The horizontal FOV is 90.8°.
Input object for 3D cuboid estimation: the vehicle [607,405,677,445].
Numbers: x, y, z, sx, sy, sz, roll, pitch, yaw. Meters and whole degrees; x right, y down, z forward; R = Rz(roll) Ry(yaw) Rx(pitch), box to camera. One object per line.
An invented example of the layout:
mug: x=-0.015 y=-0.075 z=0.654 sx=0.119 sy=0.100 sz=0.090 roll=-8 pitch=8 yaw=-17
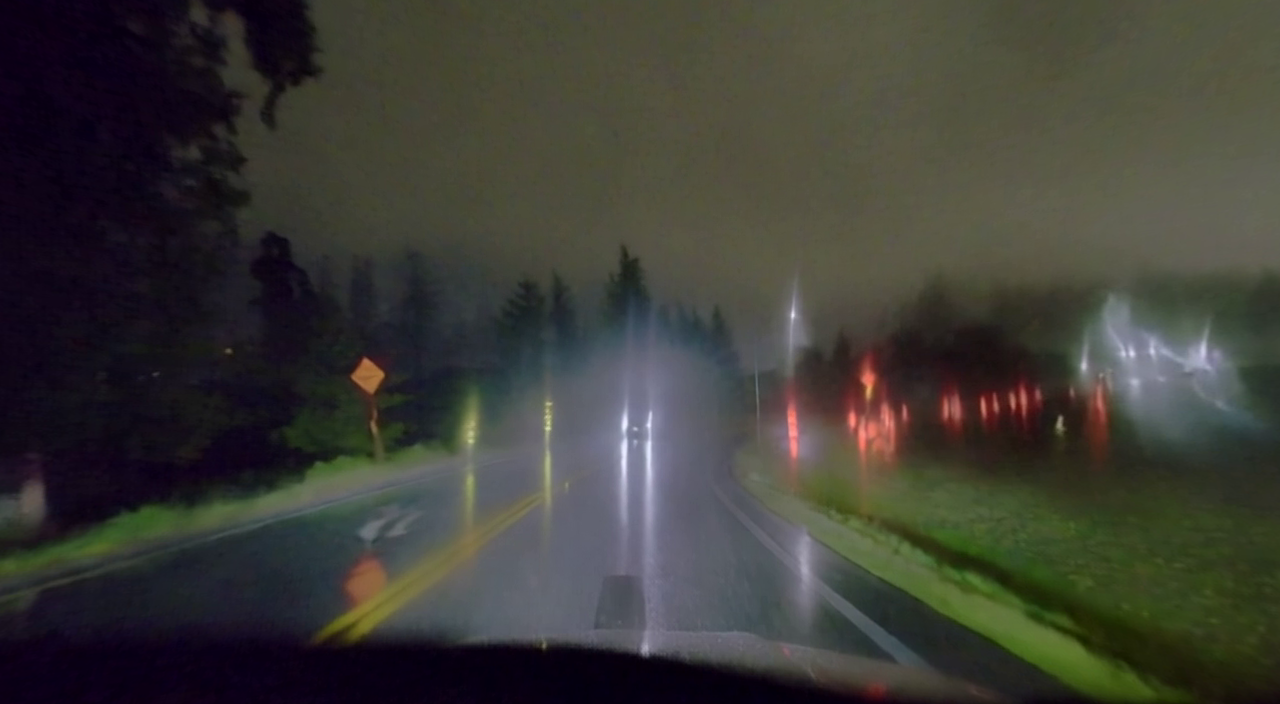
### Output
vehicle: x=0.207 y=3.873 z=33.155 sx=2.095 sy=1.939 sz=4.857 roll=-3 pitch=-8 yaw=21
